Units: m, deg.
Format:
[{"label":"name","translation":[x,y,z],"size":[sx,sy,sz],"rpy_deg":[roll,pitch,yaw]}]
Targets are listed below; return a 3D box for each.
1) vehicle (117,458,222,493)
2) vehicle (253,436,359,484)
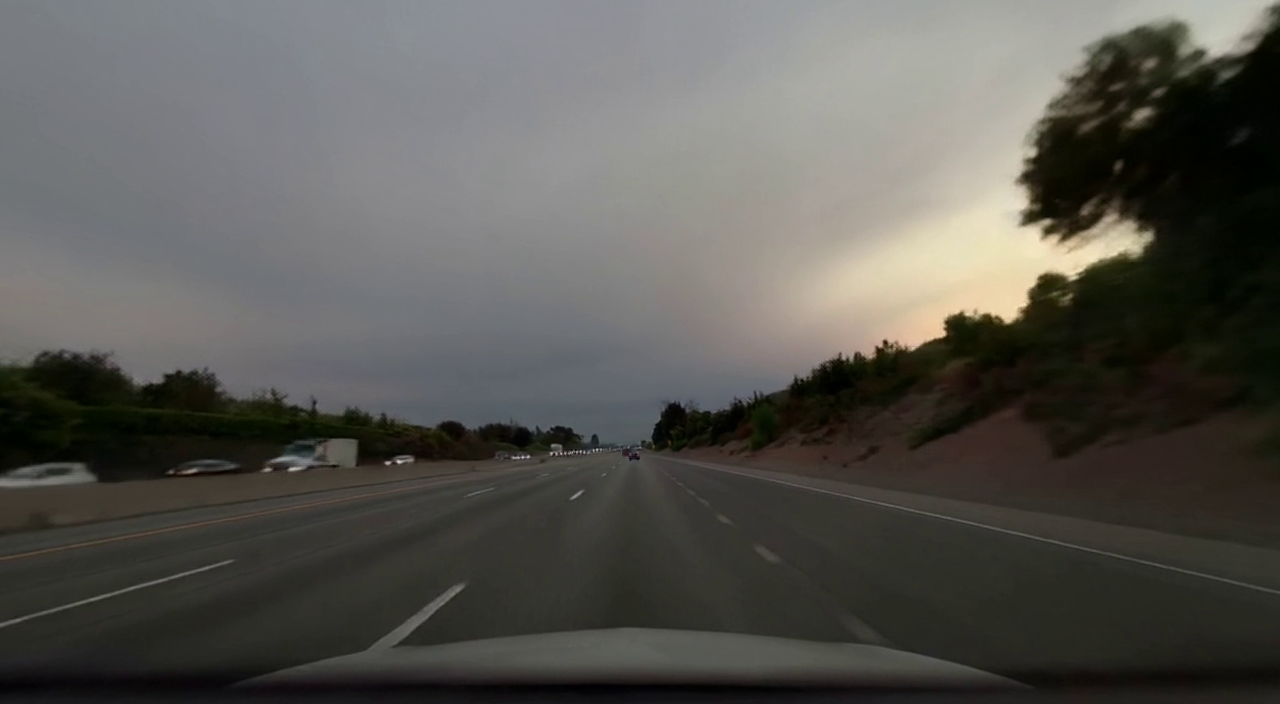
[{"label":"vehicle","translation":[-26.275,6.880,35.276],"size":[2.016,1.742,5.039],"rpy_deg":[0,-9,-1]},{"label":"vehicle","translation":[-18.901,6.142,35.964],"size":[2.341,2.454,6.780],"rpy_deg":[0,-9,0]}]
